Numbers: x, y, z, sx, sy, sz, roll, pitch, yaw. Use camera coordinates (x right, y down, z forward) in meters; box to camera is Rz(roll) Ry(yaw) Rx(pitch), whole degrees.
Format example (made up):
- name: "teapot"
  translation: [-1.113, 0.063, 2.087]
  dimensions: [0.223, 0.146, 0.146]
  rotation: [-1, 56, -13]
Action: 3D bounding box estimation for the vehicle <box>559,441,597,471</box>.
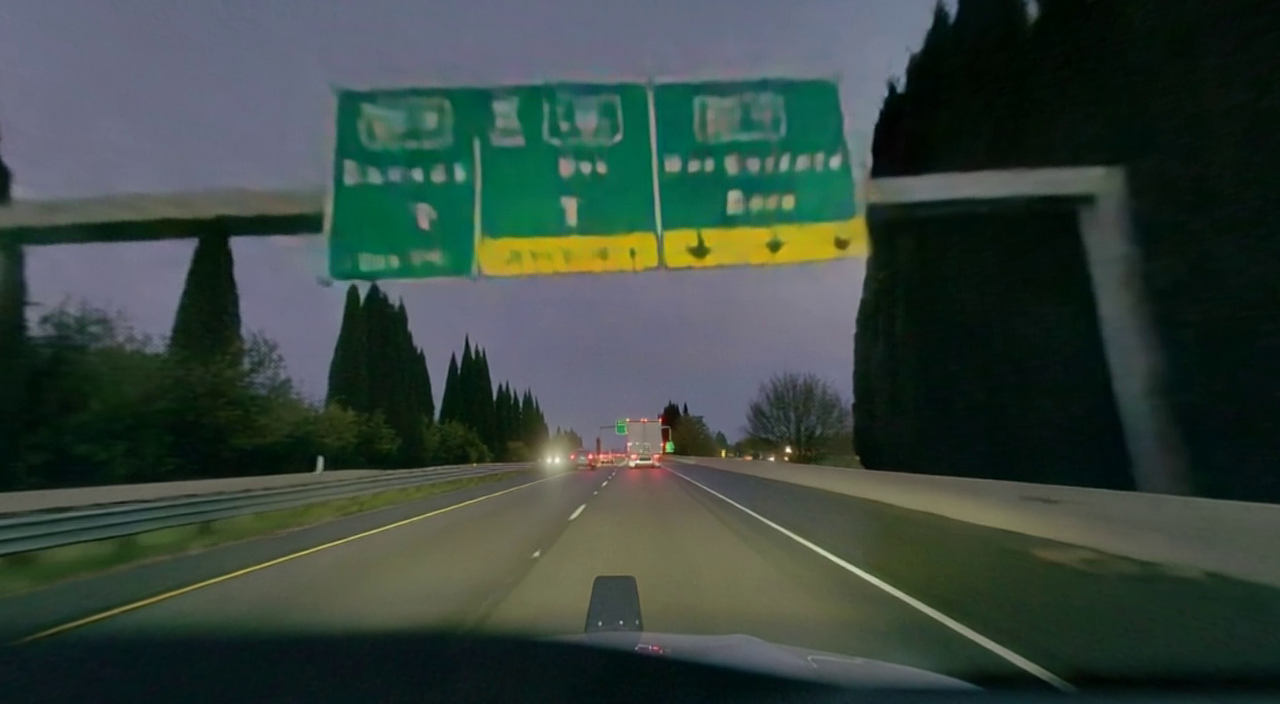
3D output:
- name: "vehicle"
  translation: [-4.255, 7.219, 43.994]
  dimensions: [2.168, 1.980, 4.622]
  rotation: [0, -9, 0]
